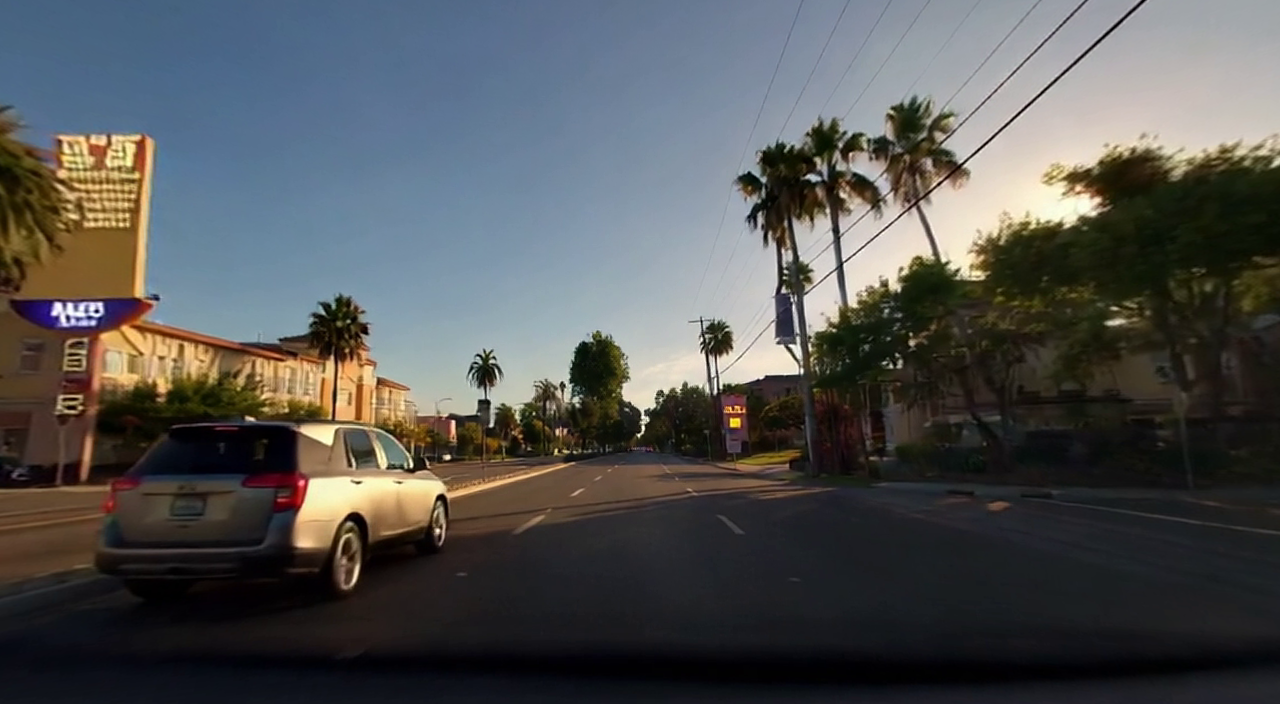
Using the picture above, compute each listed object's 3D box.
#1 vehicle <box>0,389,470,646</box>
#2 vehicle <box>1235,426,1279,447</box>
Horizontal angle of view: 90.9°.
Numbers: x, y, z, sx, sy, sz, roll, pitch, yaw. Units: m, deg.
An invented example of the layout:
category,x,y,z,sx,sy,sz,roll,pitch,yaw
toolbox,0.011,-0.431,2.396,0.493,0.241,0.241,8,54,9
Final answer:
category,x,y,z,sx,sy,sz,roll,pitch,yaw
vehicle,-3.494,1.449,6.598,2.062,1.693,4.669,0,-9,1
vehicle,49.312,6.594,49.188,1.892,1.570,3.898,8,-12,-41
